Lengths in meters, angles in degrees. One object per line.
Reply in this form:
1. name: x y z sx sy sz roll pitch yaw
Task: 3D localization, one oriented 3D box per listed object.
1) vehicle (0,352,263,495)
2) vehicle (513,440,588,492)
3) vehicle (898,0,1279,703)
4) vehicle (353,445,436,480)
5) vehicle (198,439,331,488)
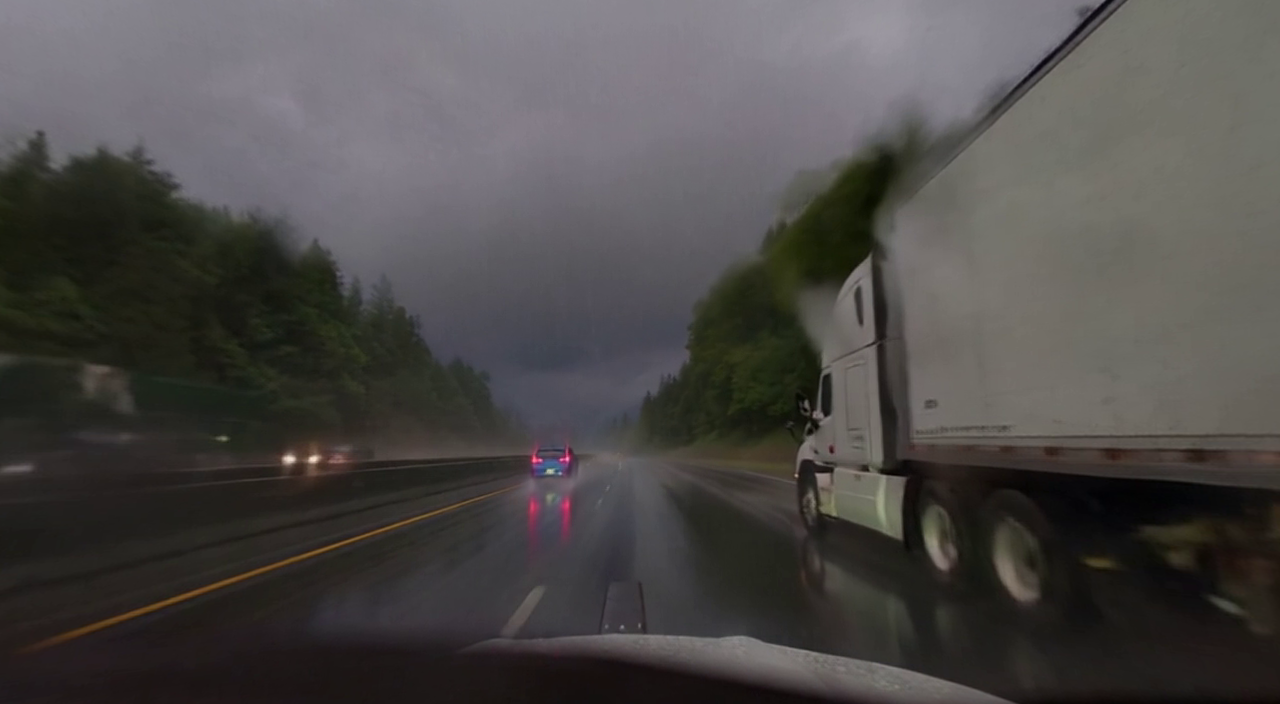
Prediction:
1. vehicle: -18.838 2.778 22.510 3.273 3.792 12.173 0 -9 0
2. vehicle: -3.122 4.110 23.001 2.115 1.670 4.261 0 -9 0
3. vehicle: 4.594 0.015 4.318 3.025 3.905 5.860 0 -9 0
4. vehicle: -11.441 5.185 29.742 2.015 1.475 4.691 0 -9 0
5. vehicle: -14.508 4.347 24.847 1.871 1.662 5.423 0 -9 0
